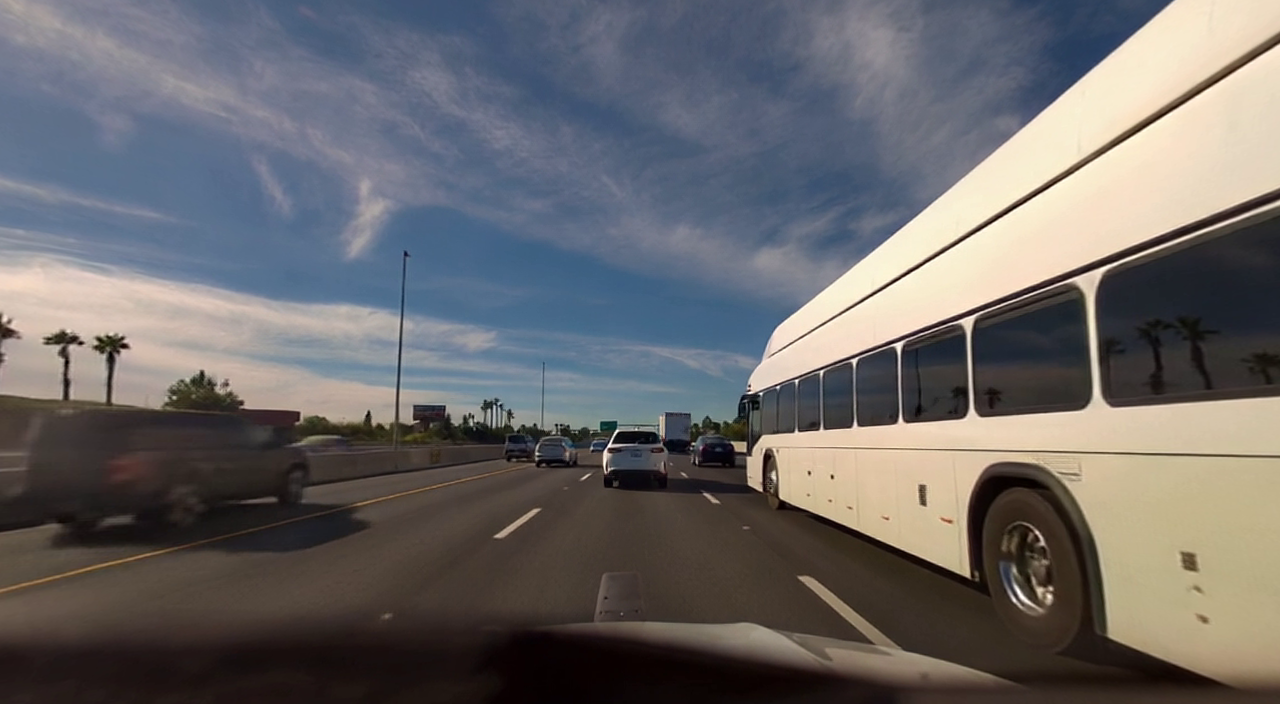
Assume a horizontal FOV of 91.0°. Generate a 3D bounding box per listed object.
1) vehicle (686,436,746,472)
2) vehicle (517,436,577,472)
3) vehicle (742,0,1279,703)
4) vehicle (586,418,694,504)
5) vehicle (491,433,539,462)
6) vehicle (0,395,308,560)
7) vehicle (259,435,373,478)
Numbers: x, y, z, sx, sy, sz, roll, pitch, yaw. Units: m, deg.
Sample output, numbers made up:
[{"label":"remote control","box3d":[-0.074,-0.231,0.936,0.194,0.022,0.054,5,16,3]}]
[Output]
[{"label":"vehicle","box3d":[3.355,4.631,28.721,2.039,1.516,4.521,0,-9,-2]},{"label":"vehicle","box3d":[-4.305,4.835,29.981,2.040,1.536,4.680,0,-9,1]},{"label":"vehicle","box3d":[3.950,0.541,7.675,3.020,3.622,14.302,0,-9,0]},{"label":"vehicle","box3d":[0.035,2.610,15.399,2.268,1.796,4.280,0,-9,1]},{"label":"vehicle","box3d":[-7.944,6.139,40.526,2.066,1.779,4.706,0,-9,1]},{"label":"vehicle","box3d":[-7.488,1.743,9.446,2.215,1.795,4.966,0,-9,1]},{"label":"vehicle","box3d":[-12.515,4.072,24.735,1.961,1.493,4.784,0,-9,0]}]
